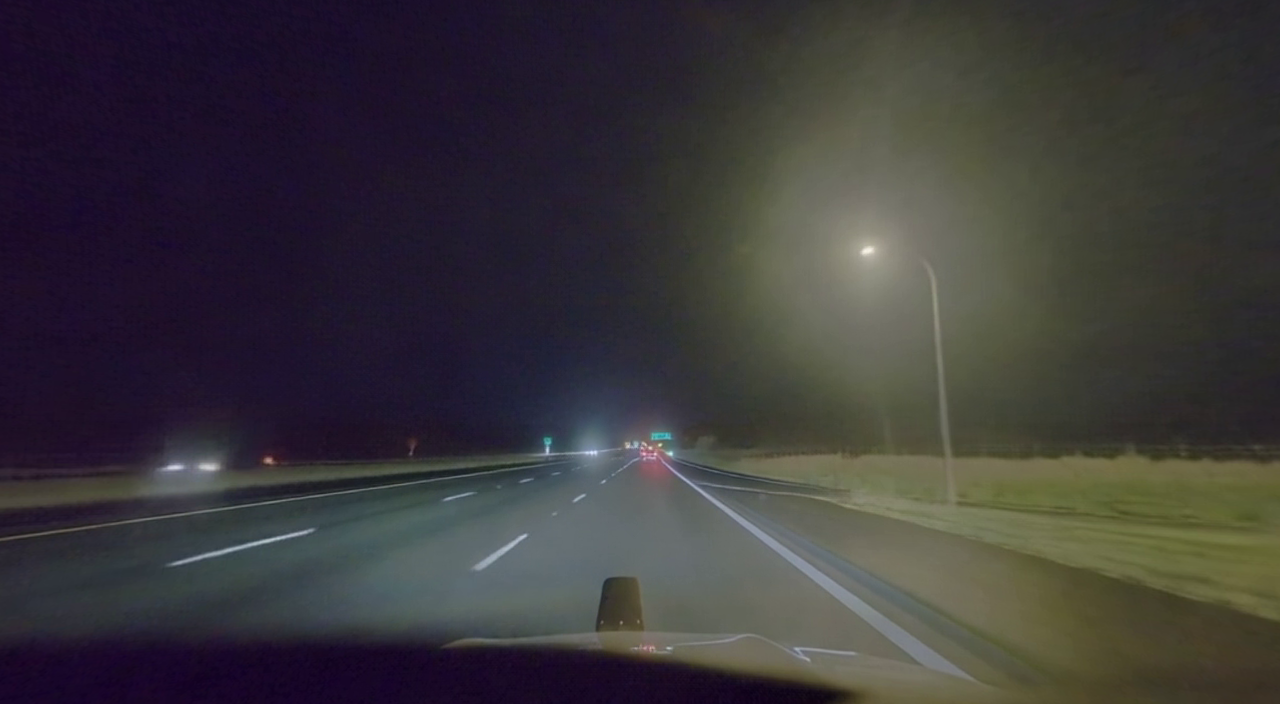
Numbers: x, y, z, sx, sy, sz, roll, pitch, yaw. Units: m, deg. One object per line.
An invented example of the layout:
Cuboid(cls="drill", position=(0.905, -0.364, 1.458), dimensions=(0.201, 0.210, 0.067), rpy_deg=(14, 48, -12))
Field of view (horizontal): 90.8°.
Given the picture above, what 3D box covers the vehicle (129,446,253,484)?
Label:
Cuboid(cls="vehicle", position=(-19.925, 5.008, 28.303), dimensions=(2.124, 1.553, 4.552), rpy_deg=(0, -9, 1))
